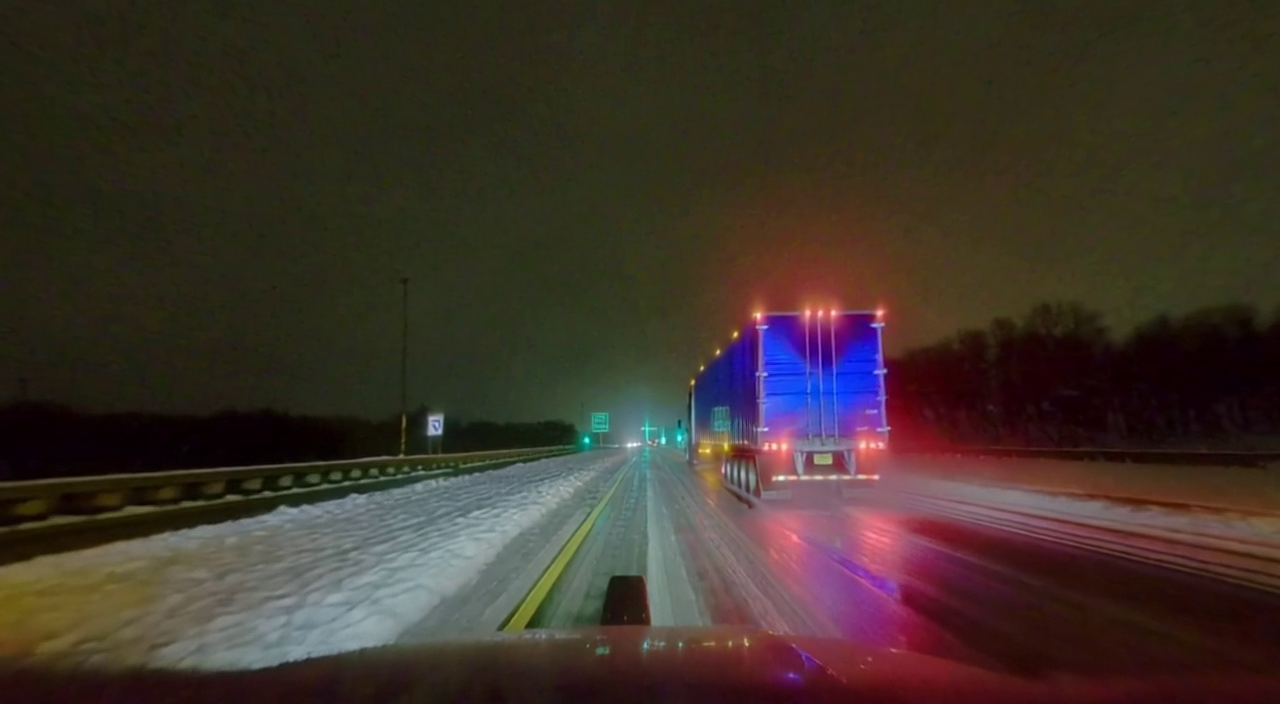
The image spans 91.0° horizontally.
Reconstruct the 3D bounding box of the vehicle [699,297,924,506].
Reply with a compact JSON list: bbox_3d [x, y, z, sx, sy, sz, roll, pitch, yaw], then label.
[{"bbox_3d":[4.329,2.002,20.531,3.615,4.578,13.539,0,-8,0],"label":"vehicle"}]
